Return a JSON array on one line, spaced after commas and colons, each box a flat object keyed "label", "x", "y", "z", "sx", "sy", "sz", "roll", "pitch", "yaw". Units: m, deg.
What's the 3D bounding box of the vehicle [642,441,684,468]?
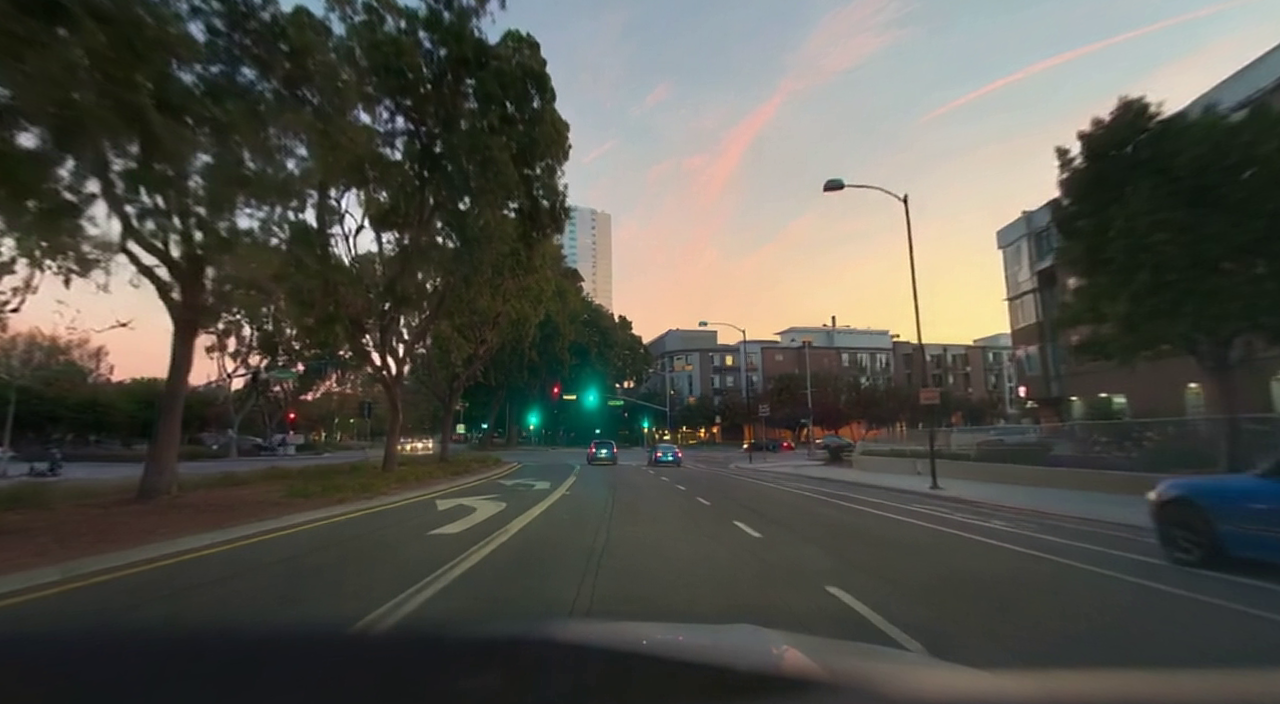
[{"label": "vehicle", "x": 1.325, "y": 6.201, "z": 38.325, "sx": 1.918, "sy": 1.479, "sz": 4.468, "roll": 1, "pitch": -9, "yaw": -5}]

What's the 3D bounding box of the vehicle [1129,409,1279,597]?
[{"label": "vehicle", "x": 6.659, "y": 1.216, "z": 4.760, "sx": 2.042, "sy": 1.635, "sz": 4.858, "roll": 0, "pitch": -9, "yaw": 0}]

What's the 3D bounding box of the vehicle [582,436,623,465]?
[{"label": "vehicle", "x": -2.447, "y": 6.274, "z": 40.156, "sx": 2.317, "sy": 1.713, "sz": 4.231, "roll": 1, "pitch": -9, "yaw": -7}]
